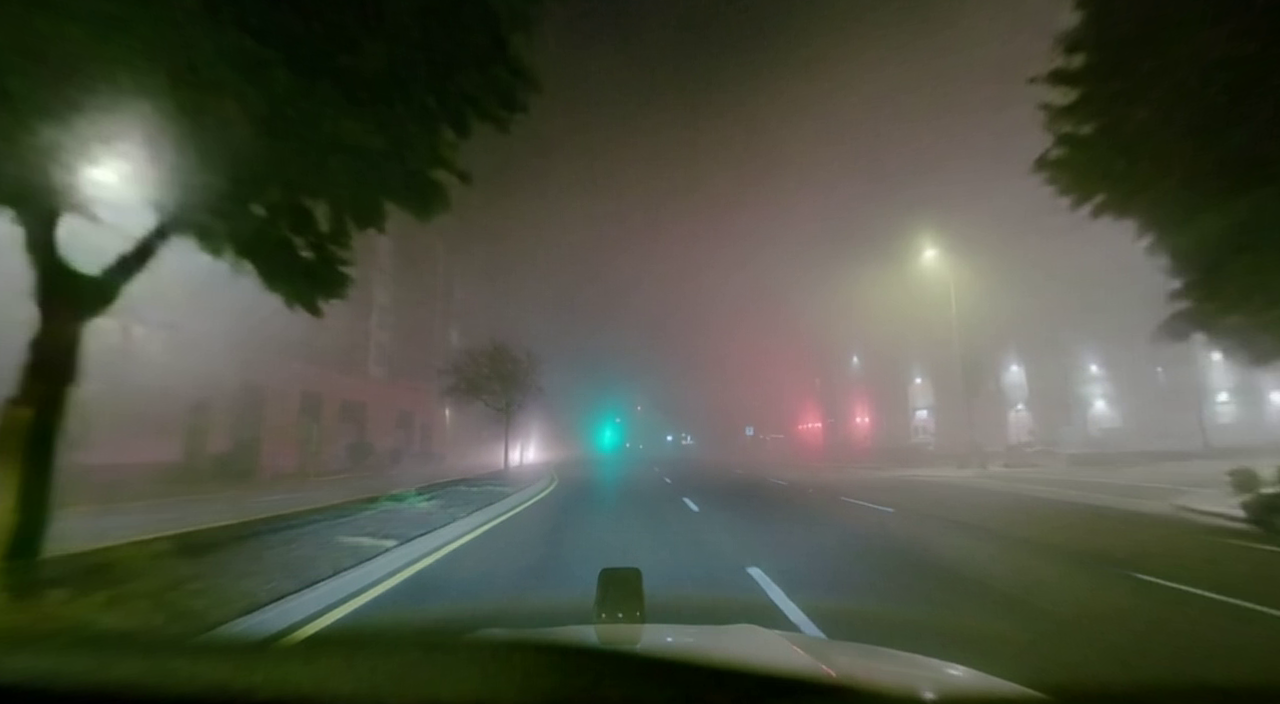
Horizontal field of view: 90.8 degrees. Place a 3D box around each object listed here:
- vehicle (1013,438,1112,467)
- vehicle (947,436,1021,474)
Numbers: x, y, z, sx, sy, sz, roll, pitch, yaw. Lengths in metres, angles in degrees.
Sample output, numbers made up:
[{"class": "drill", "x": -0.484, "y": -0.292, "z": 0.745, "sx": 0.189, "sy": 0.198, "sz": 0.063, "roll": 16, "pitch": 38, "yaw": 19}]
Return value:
[{"class": "vehicle", "x": 25.467, "y": 6.058, "z": 38.195, "sx": 1.775, "sy": 1.592, "sz": 4.561, "roll": 8, "pitch": -11, "yaw": -41}, {"class": "vehicle", "x": 16.986, "y": 5.081, "z": 31.295, "sx": 2.630, "sy": 1.808, "sz": 1.657, "roll": 0, "pitch": -9, "yaw": 3}]
